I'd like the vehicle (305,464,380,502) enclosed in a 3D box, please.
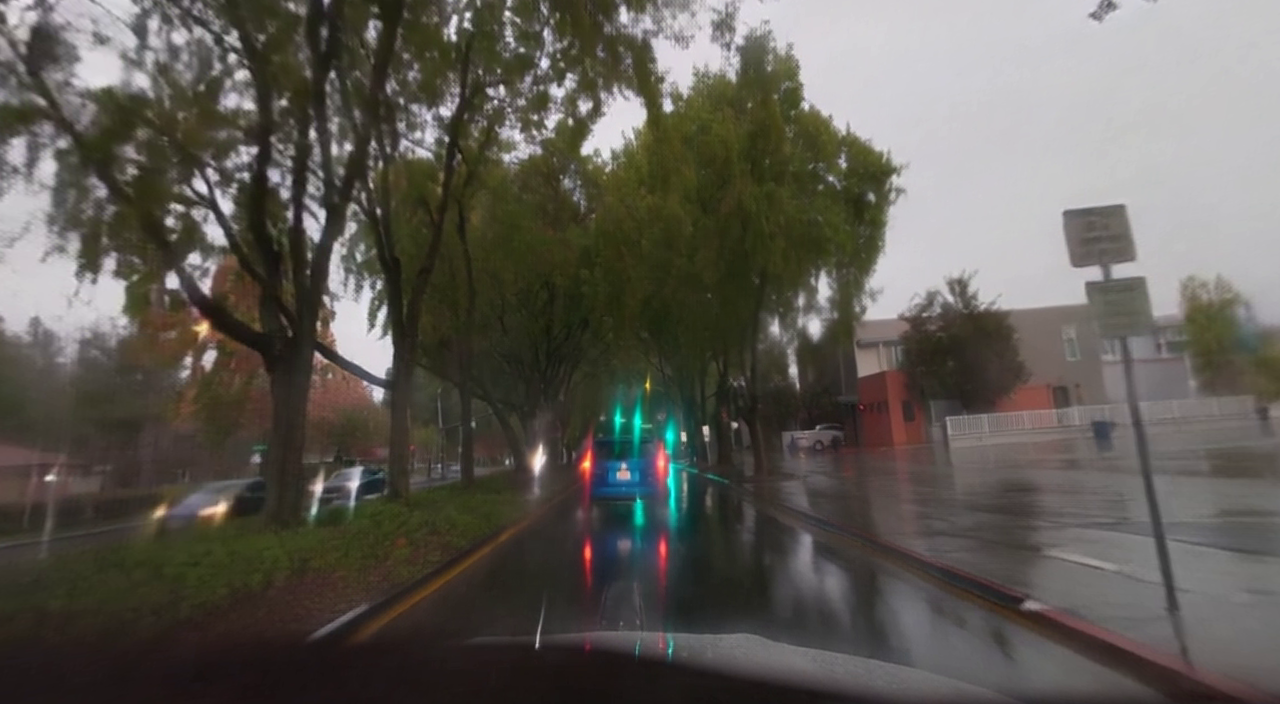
[{"bbox_3d":[-15.673,6.902,33.534,1.785,1.699,4.328,0,-8,0],"label":"vehicle"}]

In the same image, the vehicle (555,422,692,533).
[{"bbox_3d":[-0.295,2.253,11.877,2.136,1.703,3.910,0,-8,-1],"label":"vehicle"}]

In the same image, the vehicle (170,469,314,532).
[{"bbox_3d":[-12.152,4.523,19.701,1.714,1.578,4.218,0,-8,0],"label":"vehicle"}]
